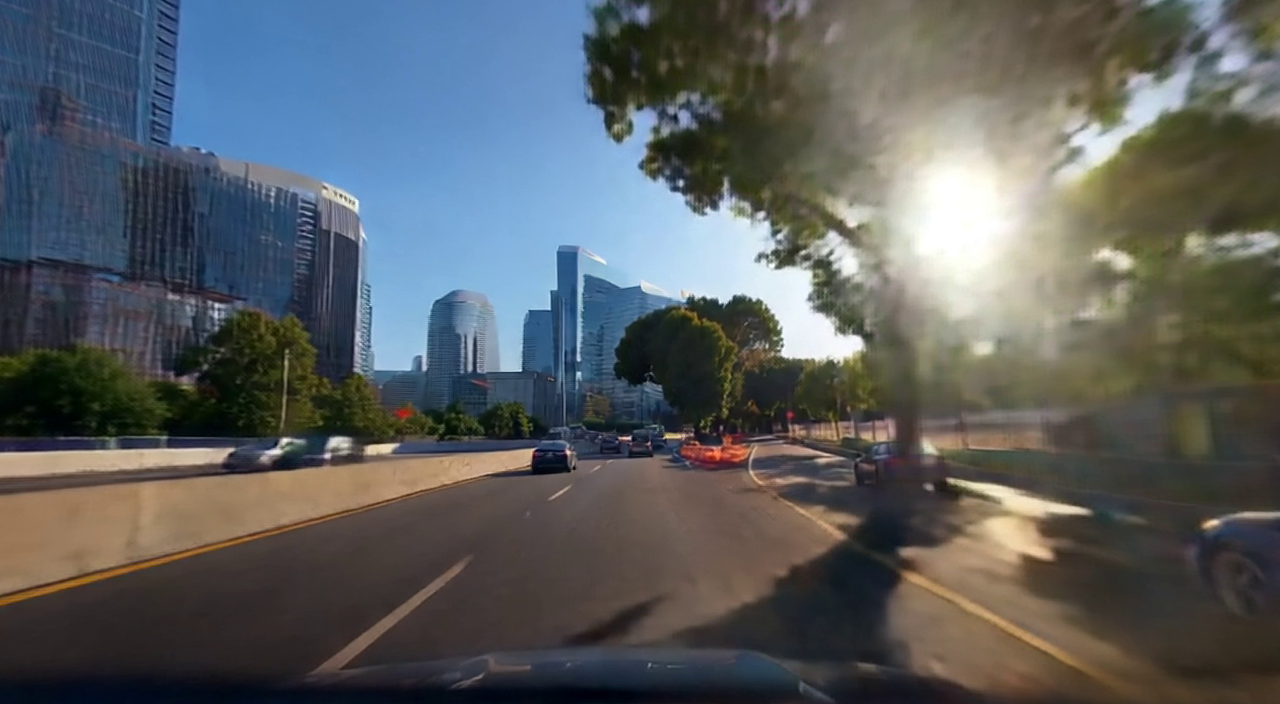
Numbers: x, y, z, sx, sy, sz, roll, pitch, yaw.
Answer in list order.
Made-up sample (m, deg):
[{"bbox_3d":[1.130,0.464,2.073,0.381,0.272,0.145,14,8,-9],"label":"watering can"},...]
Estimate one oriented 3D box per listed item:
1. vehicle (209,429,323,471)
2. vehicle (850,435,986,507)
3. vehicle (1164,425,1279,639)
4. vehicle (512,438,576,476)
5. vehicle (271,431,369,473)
[{"bbox_3d":[-17.147,4.490,29.209,2.237,1.776,4.812,0,-8,1],"label":"vehicle"},{"bbox_3d":[6.431,2.742,15.047,1.913,1.499,3.581,-1,-8,6],"label":"vehicle"},{"bbox_3d":[5.267,1.107,3.301,1.784,1.471,3.935,-1,-8,4],"label":"vehicle"},{"bbox_3d":[-3.780,4.185,25.499,1.848,1.406,4.013,0,-8,2],"label":"vehicle"},{"bbox_3d":[-13.637,4.267,27.179,1.857,1.657,4.331,0,-8,2],"label":"vehicle"}]
